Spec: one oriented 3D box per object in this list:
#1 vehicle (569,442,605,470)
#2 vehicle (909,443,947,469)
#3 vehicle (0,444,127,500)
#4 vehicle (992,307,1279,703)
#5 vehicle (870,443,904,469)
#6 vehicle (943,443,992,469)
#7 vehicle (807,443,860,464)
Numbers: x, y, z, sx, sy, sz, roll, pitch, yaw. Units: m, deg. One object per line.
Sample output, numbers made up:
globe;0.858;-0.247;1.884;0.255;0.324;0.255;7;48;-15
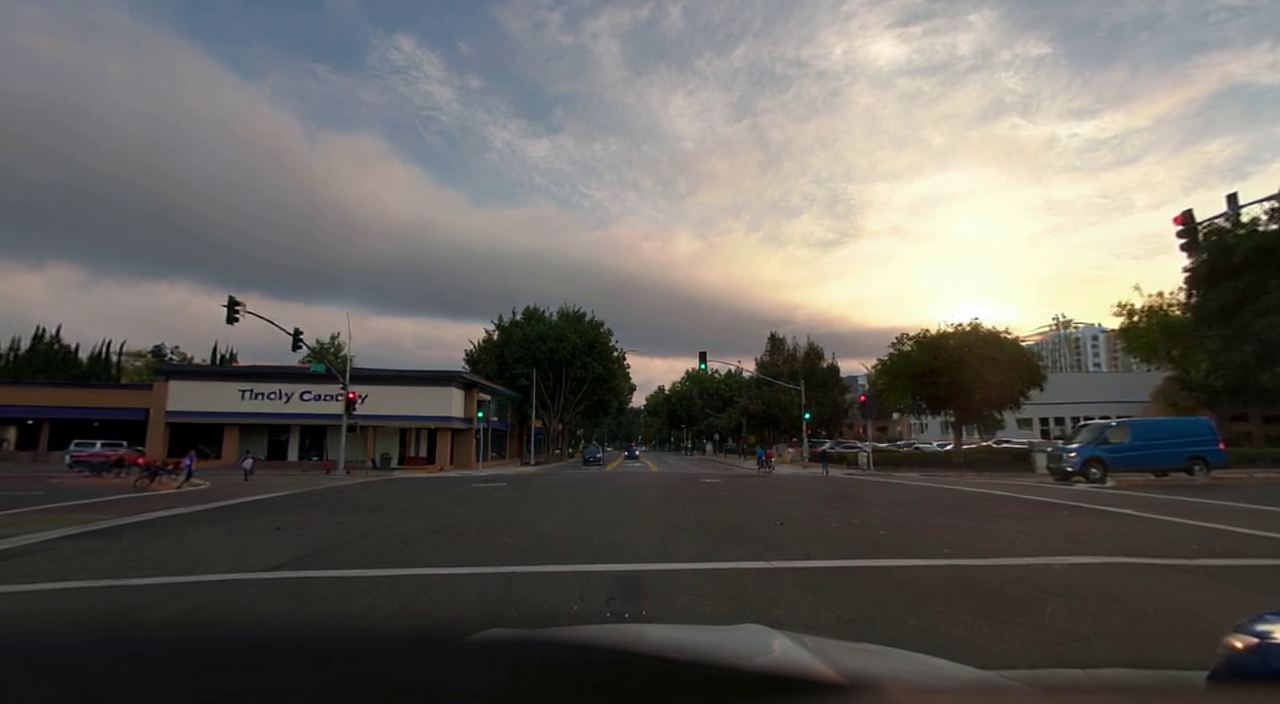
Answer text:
vehicle;-3.301;6.562;39.836;1.961;1.658;4.064;0;-8;0
vehicle;18.188;6.539;39.926;1.791;1.520;3.649;-3;-9;19
vehicle;-18.061;3.435;18.282;4.686;1.500;1.935;0;-8;2
vehicle;2.880;0.598;0.878;2.048;1.725;4.754;0;-8;1
vehicle;15.833;6.620;40.378;1.875;1.543;3.853;-3;-9;22
vehicle;20.485;6.490;39.628;2.066;1.488;4.158;-3;-9;19
vehicle;14.984;7.879;49.080;1.924;1.579;4.084;3;-9;-18
